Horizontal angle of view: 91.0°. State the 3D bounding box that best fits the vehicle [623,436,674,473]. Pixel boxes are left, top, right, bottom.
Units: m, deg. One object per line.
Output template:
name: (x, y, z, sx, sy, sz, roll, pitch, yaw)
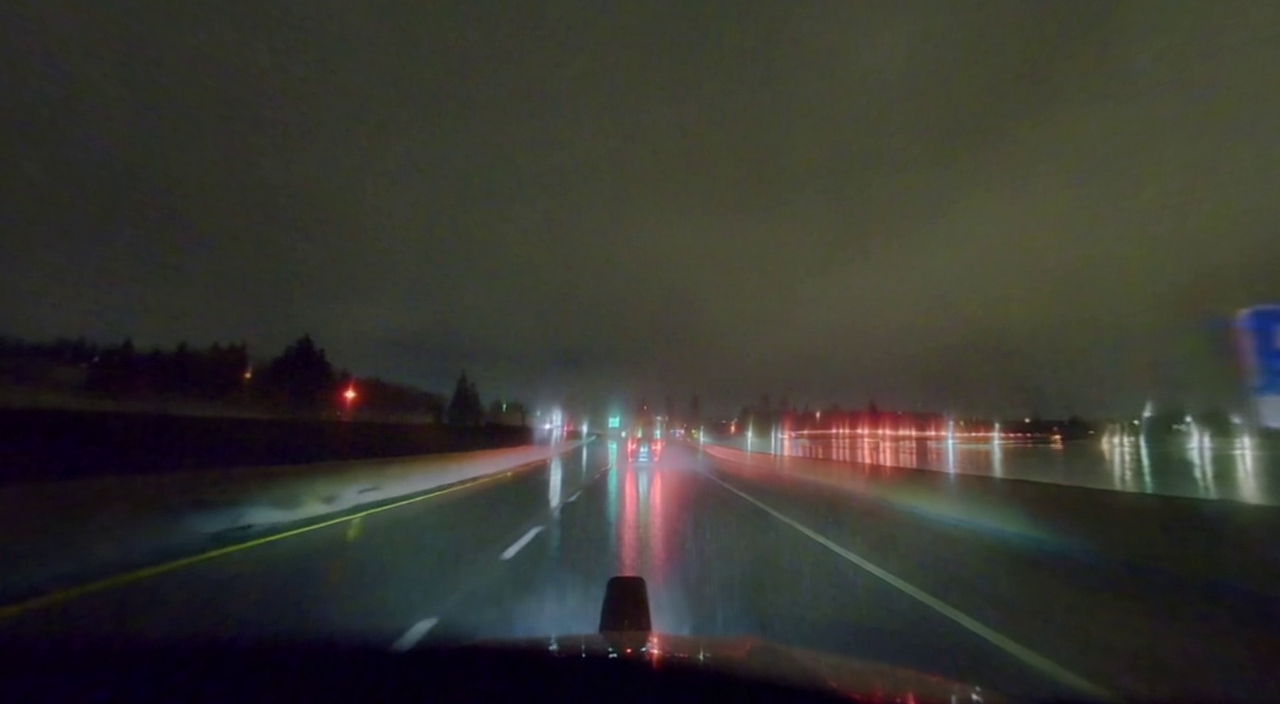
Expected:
vehicle: (0.363, 4.528, 27.976, 2.130, 1.512, 4.057, 0, -8, 0)
